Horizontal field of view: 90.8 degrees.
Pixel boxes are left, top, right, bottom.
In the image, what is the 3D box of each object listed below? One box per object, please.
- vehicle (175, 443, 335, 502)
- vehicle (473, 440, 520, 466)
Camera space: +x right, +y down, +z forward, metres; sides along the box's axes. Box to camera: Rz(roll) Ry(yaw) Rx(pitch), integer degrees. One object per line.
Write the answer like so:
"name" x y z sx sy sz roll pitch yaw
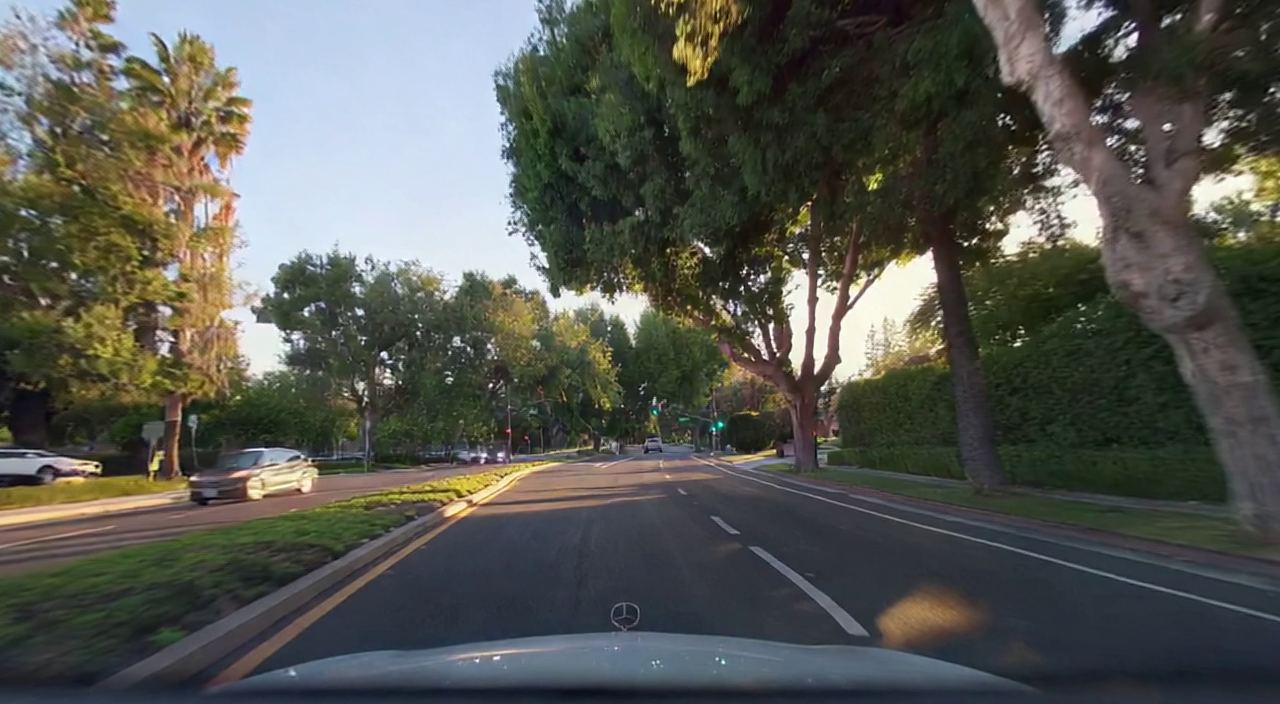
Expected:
"vehicle" -11.599 3.626 19.522 1.948 1.558 4.672 -1 -9 1
"vehicle" -11.240 7.931 49.856 2.174 1.855 5.452 -1 -9 3
